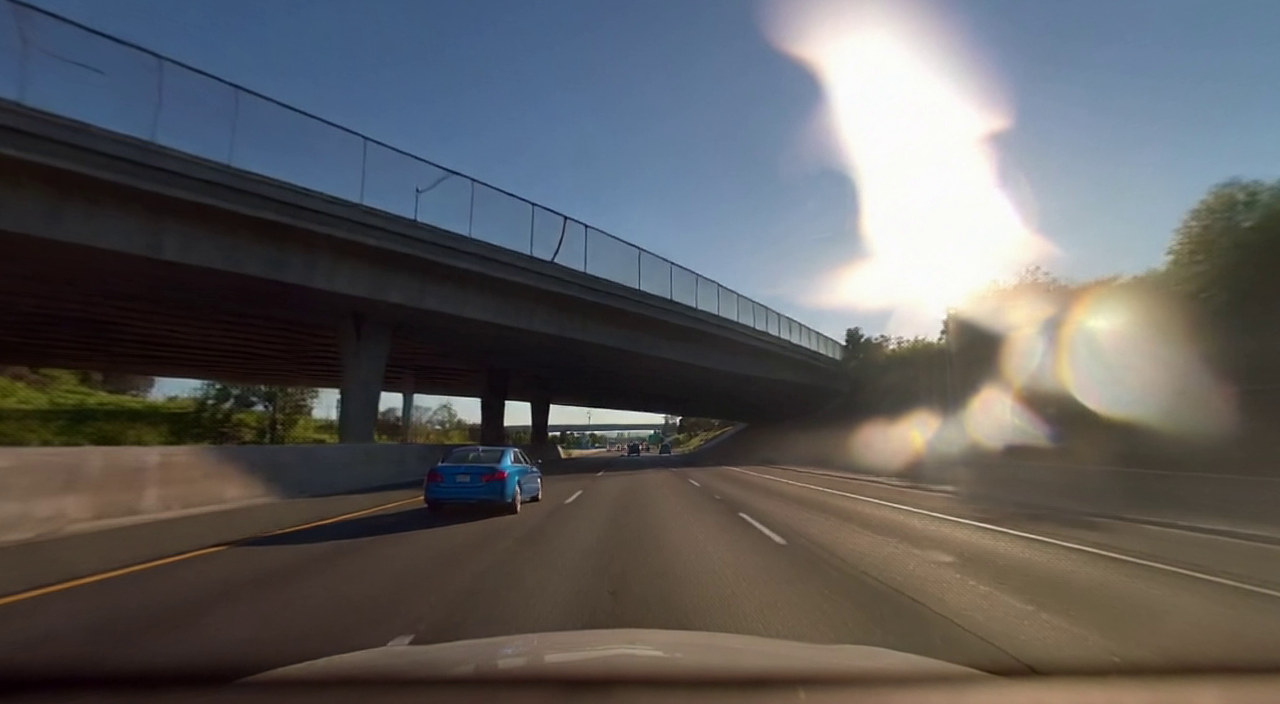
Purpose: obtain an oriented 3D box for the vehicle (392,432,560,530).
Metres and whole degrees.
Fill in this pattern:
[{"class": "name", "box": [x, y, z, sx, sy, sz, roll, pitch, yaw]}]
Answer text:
[{"class": "vehicle", "box": [-2.938, 2.437, 12.518, 2.029, 1.557, 4.570, 0, -9, 1]}]
